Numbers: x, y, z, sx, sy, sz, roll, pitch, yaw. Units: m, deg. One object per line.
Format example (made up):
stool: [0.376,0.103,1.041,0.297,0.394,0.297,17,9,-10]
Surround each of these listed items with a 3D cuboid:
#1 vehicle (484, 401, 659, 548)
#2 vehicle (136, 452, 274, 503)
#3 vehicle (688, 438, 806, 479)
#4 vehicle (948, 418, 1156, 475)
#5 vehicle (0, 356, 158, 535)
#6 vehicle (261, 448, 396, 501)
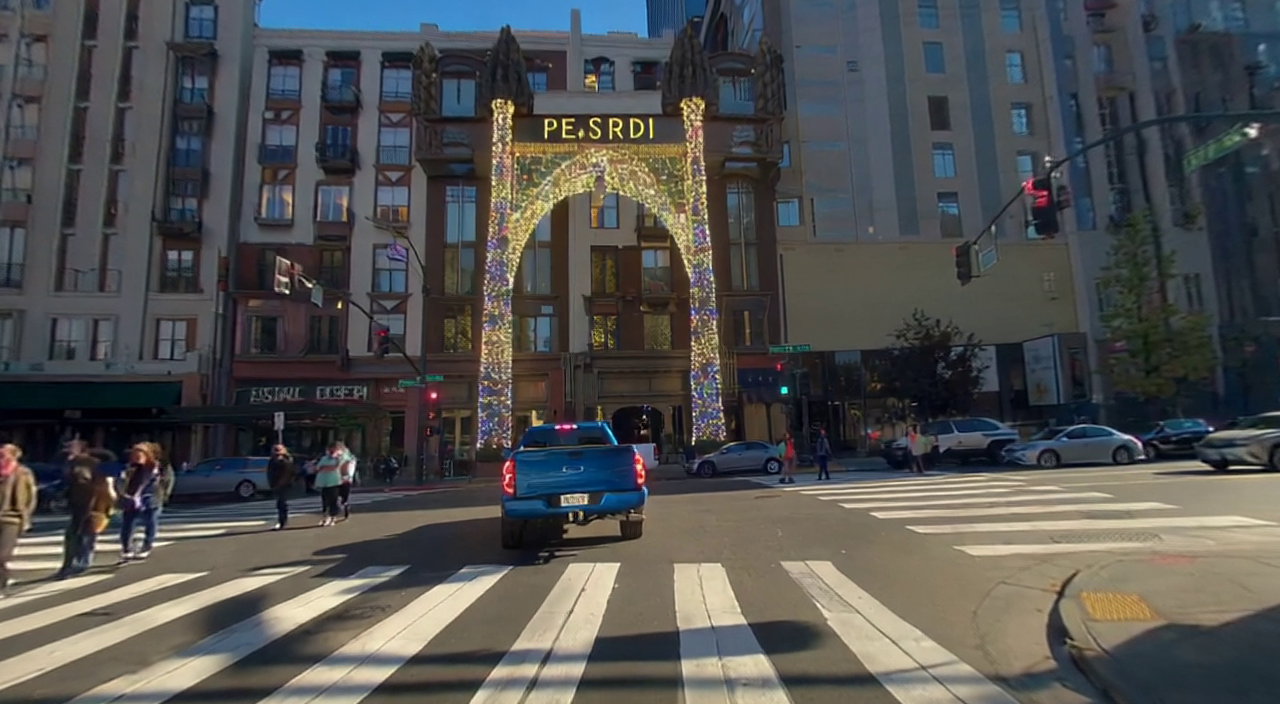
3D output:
vehicle: [-1.497,2.132,11.739,2.477,2.020,5.534,2,-9,-12]
vehicle: [-18.644,5.392,27.205,4.398,2.057,1.959,0,-9,-1]
vehicle: [4.241,4.314,25.684,4.515,1.583,1.920,-1,-9,3]
vehicle: [11.566,2.692,17.931,4.600,1.506,1.878,0,-9,-1]
vehicle: [-22.353,2.682,18.278,13.729,4.662,3.300,0,-9,0]
vehicle: [-13.324,5.226,27.163,4.799,1.909,2.011,-3,-7,2]
